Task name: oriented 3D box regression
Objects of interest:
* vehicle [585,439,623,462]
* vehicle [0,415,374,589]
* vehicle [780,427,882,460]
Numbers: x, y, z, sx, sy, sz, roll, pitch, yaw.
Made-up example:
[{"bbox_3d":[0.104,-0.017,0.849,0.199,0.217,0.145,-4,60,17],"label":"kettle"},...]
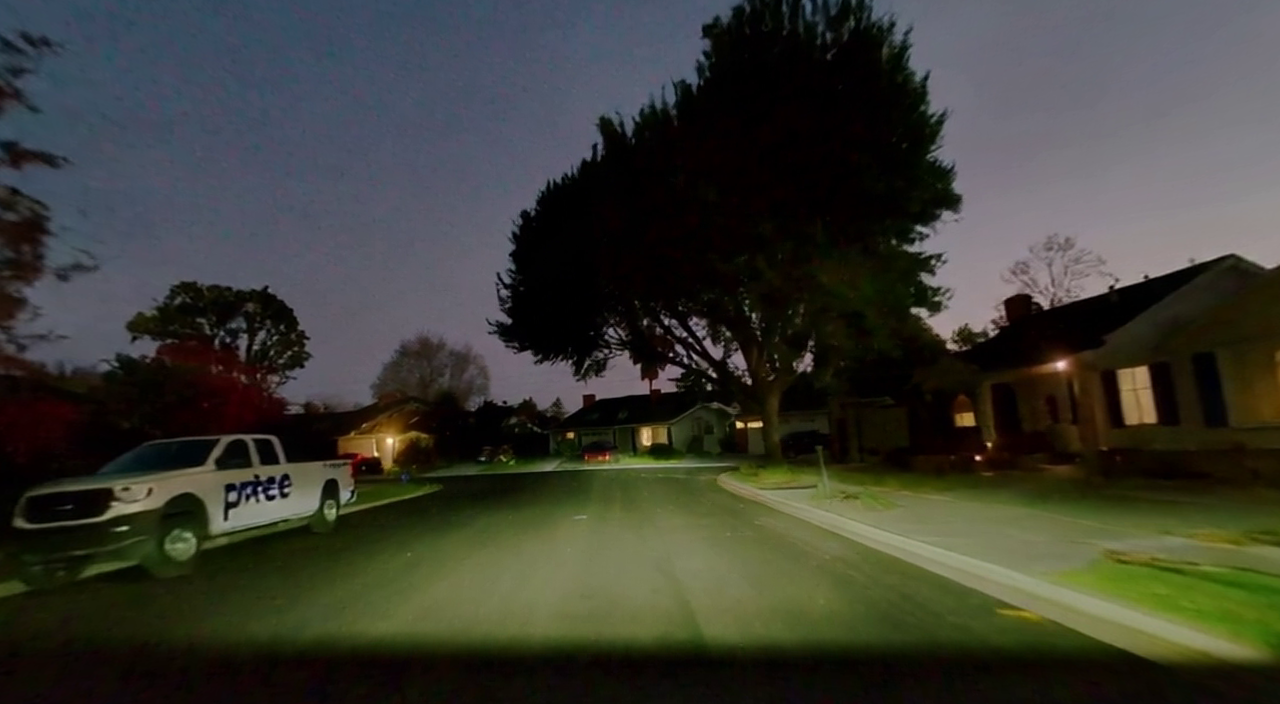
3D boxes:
[{"bbox_3d":[-2.505,7.020,44.988,1.990,1.528,4.256,-1,-8,7],"label":"vehicle"},{"bbox_3d":[-6.604,2.108,9.986,2.338,1.925,5.725,0,-8,-1],"label":"vehicle"},{"bbox_3d":[9.655,4.614,31.962,4.533,1.557,1.981,1,-6,-10],"label":"vehicle"}]
